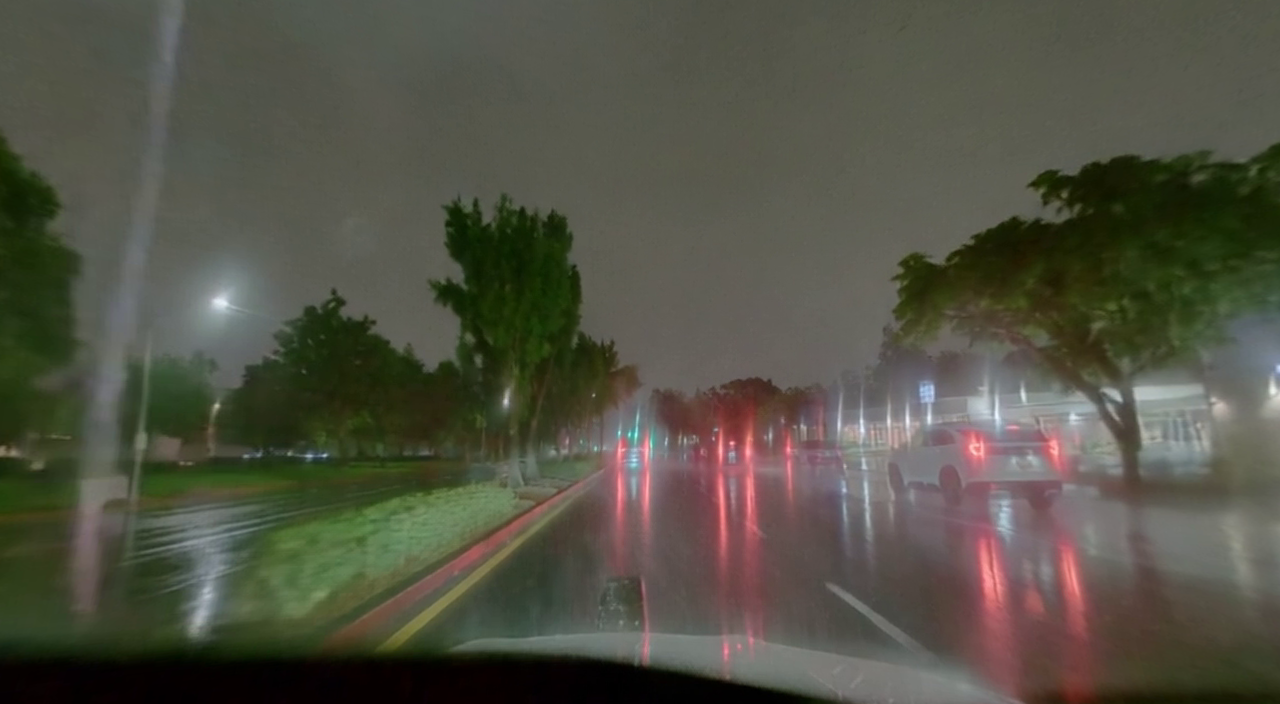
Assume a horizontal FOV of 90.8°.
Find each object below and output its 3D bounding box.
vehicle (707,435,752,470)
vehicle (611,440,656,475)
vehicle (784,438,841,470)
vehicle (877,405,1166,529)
[{"bbox_3d":[5.045,5.731,36.172,1.955,1.845,4.538,0,-8,1],"label":"vehicle"},{"bbox_3d":[-0.290,5.053,30.505,2.037,1.568,3.693,0,-8,0],"label":"vehicle"},{"bbox_3d":[10.278,6.115,38.035,1.988,1.783,5.324,0,-8,1],"label":"vehicle"},{"bbox_3d":[7.066,2.211,12.804,2.240,1.923,5.678,0,-8,-1],"label":"vehicle"}]
